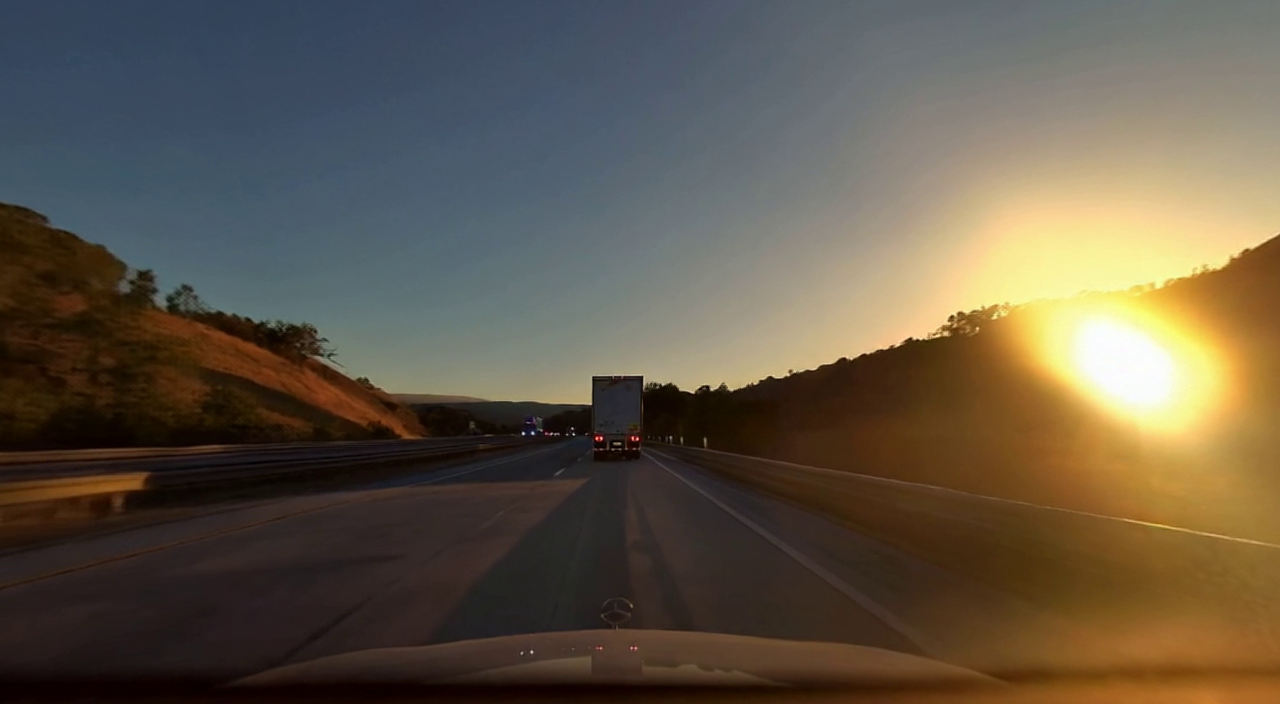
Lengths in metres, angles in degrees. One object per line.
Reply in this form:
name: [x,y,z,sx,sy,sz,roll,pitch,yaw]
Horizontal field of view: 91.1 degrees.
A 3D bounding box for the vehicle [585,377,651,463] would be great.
vehicle: [-1.256,3.861,34.492,3.023,3.965,10.402,1,-8,-3]
